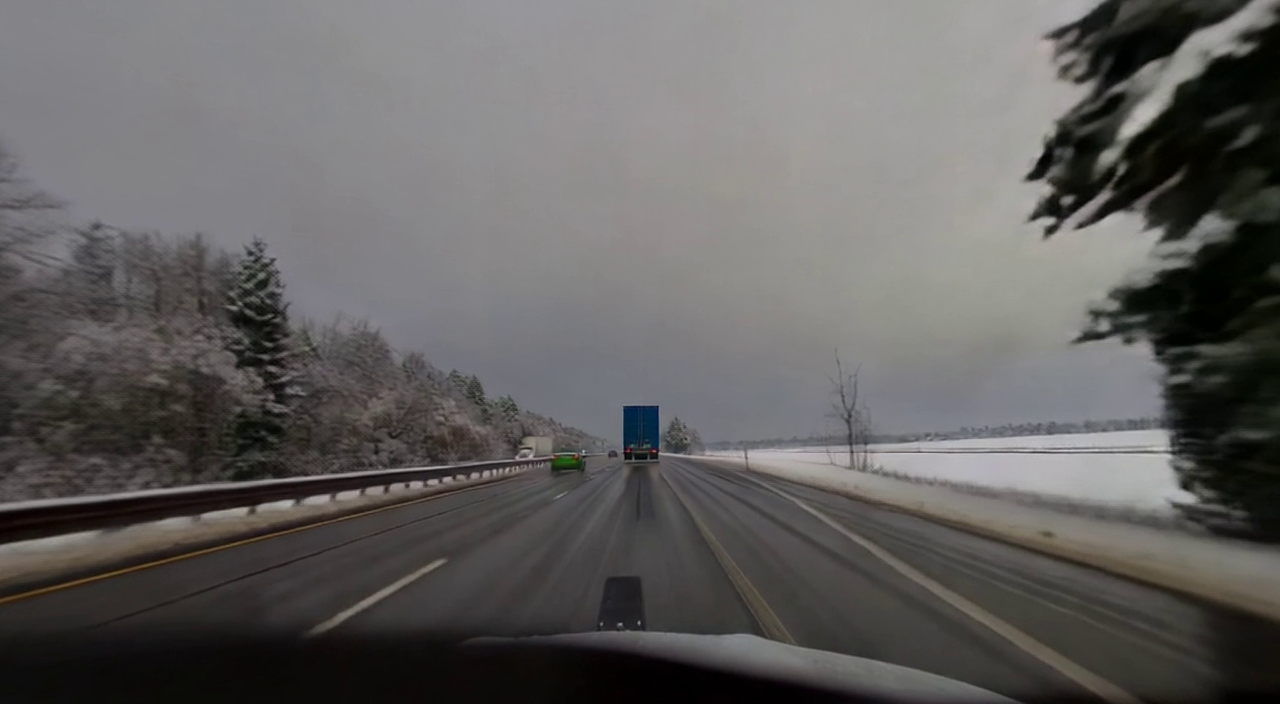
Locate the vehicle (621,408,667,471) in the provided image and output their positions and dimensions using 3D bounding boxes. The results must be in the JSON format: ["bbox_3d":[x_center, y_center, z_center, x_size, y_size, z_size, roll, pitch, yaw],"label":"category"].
[{"bbox_3d":[0.254,6.291,44.934,2.899,3.966,10.053,0,-9,0],"label":"vehicle"}]

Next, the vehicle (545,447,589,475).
[{"bbox_3d":[-4.366,6.590,38.398,2.051,1.538,4.569,0,-9,1],"label":"vehicle"}]
